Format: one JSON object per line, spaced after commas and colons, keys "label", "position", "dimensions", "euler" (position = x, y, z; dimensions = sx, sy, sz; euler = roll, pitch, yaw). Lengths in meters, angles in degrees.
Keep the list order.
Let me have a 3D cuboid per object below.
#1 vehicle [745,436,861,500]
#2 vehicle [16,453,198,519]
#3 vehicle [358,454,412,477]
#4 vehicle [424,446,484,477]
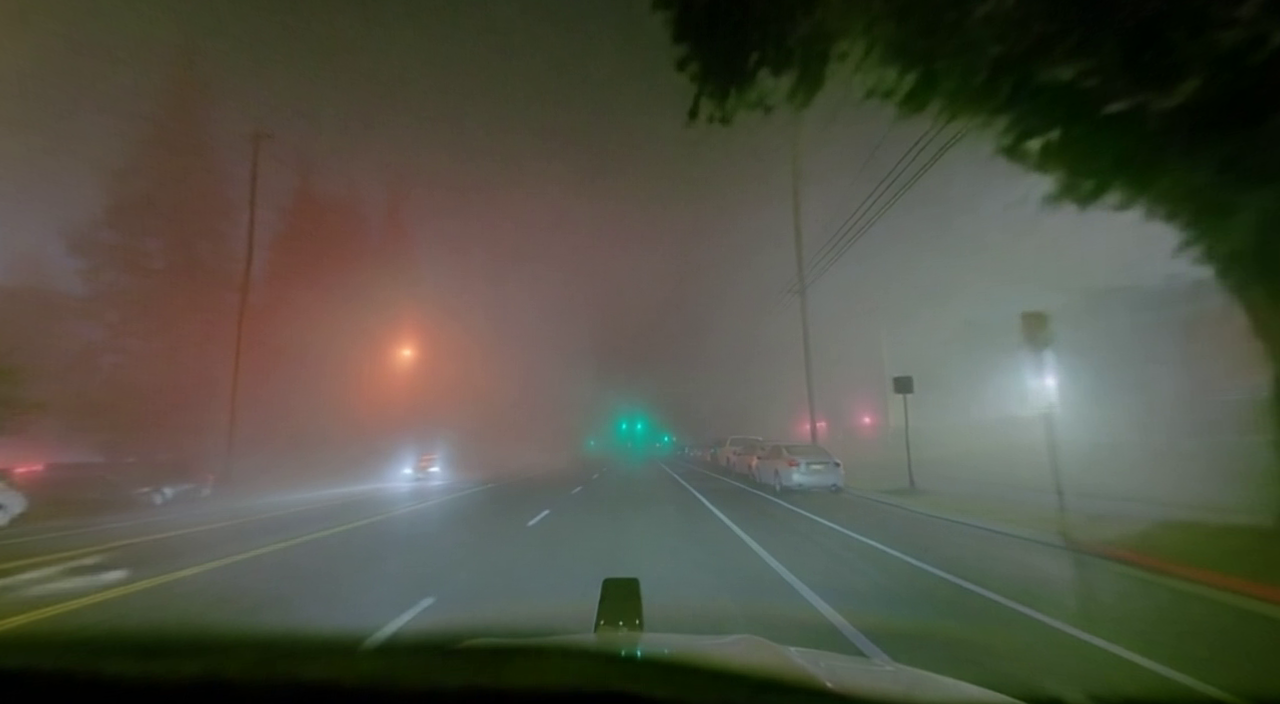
{"label": "vehicle", "position": [4.415, 3.203, 17.932], "dimensions": [1.927, 1.523, 4.668], "euler": [0, -8, -1]}
{"label": "vehicle", "position": [-17.808, 4.451, 21.518], "dimensions": [2.105, 1.734, 4.673], "euler": [-4, -8, 1]}
{"label": "vehicle", "position": [-17.868, 7.934, 44.410], "dimensions": [1.921, 1.480, 4.392], "euler": [-1, -8, 1]}
{"label": "vehicle", "position": [-10.171, 5.982, 34.914], "dimensions": [1.978, 1.566, 4.357], "euler": [-1, -8, 0]}
